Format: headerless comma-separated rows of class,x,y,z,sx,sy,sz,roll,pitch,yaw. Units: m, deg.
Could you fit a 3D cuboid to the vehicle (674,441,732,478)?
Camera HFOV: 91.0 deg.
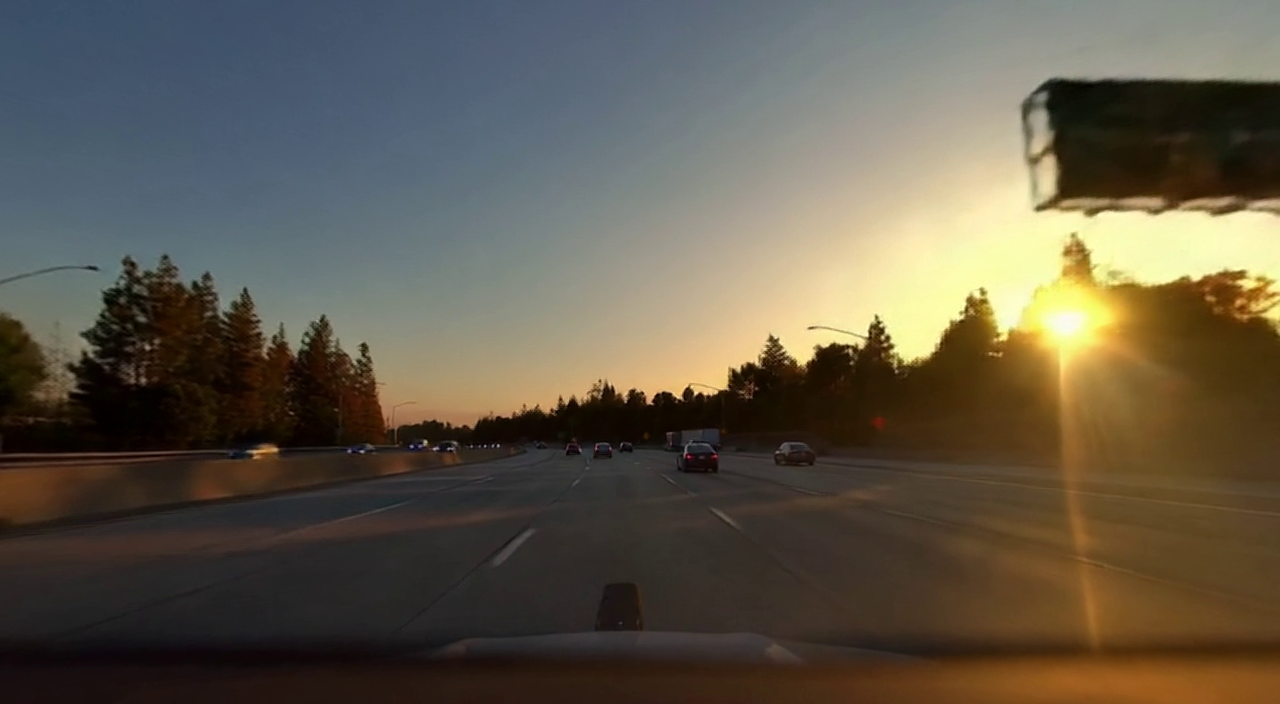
vehicle,2.785,4.842,28.623,1.975,1.562,3.823,1,-9,-4

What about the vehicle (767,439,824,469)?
vehicle,9.213,6.099,37.718,1.909,1.634,4.739,1,-9,-4
